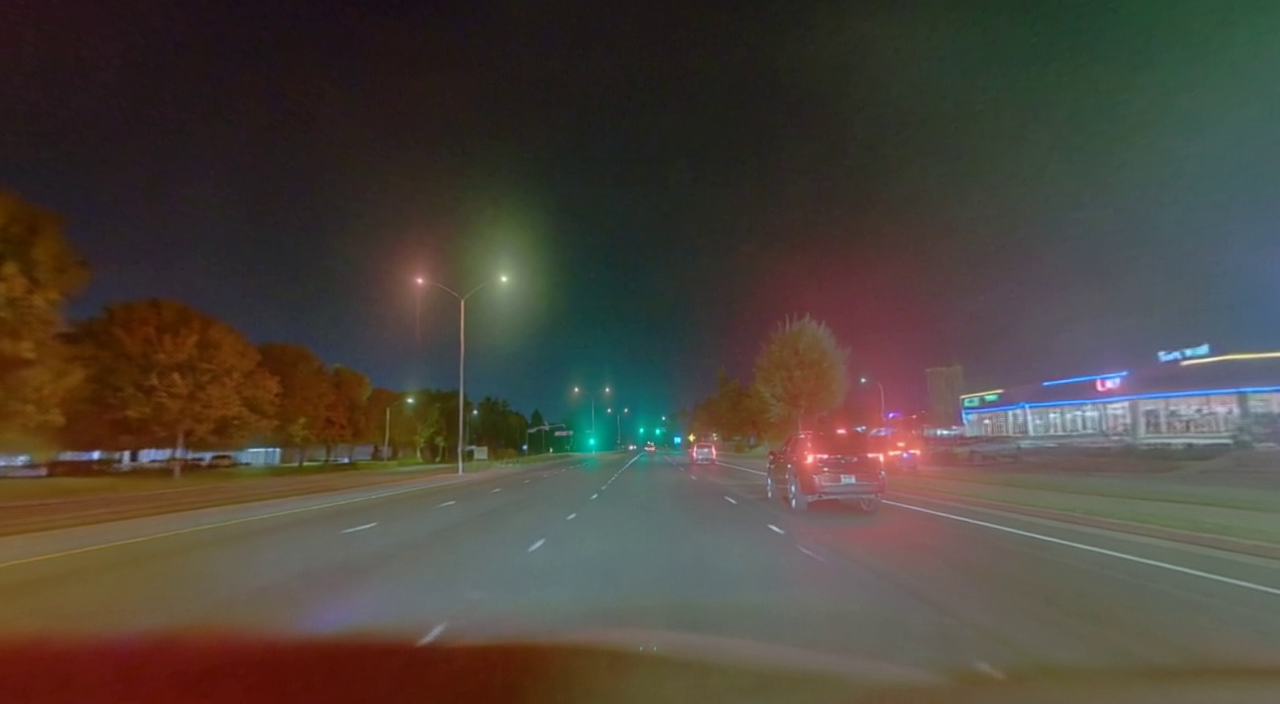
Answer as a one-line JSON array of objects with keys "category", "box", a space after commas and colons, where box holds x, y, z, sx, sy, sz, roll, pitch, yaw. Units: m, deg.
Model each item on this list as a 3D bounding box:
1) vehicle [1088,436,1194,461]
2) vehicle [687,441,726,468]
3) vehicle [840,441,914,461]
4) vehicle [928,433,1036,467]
[{"category": "vehicle", "box": [32.405, 6.245, 40.876, 5.080, 1.504, 1.946, -8, -12, 44]}, {"category": "vehicle", "box": [4.255, 6.629, 40.986, 2.007, 1.683, 4.171, 0, -8, -1]}, {"category": "vehicle", "box": [17.332, 7.282, 46.303, 4.685, 1.478, 1.849, 0, -9, 2]}, {"category": "vehicle", "box": [17.867, 5.132, 33.103, 4.386, 1.701, 2.121, -1, -8, 3]}]
